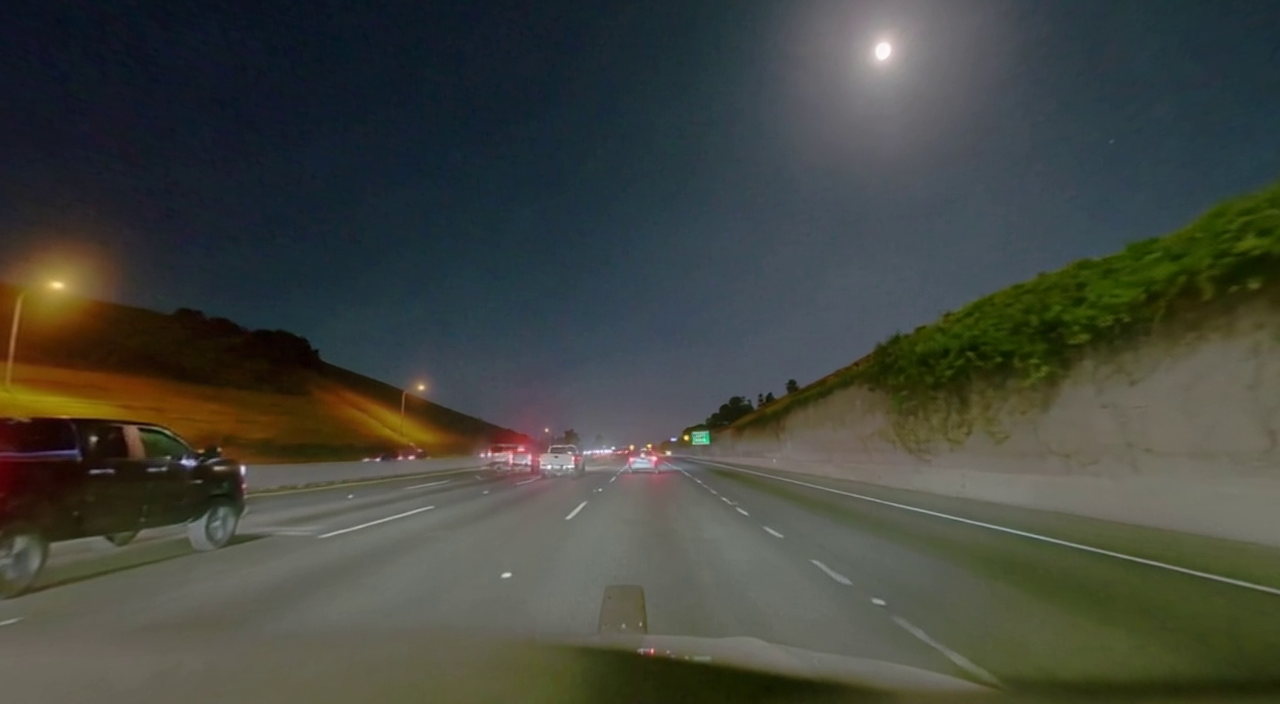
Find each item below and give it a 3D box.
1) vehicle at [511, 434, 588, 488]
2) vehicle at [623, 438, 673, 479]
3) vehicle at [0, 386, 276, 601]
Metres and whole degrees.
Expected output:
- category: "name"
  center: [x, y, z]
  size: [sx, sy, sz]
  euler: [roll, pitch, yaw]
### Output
- category: "vehicle"
  center: [-3.236, 4.021, 23.545]
  size: [2.093, 1.820, 4.506]
  euler: [0, -9, 1]
- category: "vehicle"
  center: [0.362, 5.075, 30.232]
  size: [2.233, 1.804, 4.273]
  euler: [0, -9, 0]
- category: "vehicle"
  center: [-6.635, 1.447, 6.877]
  size: [2.108, 1.856, 5.214]
  euler: [0, -9, 1]
